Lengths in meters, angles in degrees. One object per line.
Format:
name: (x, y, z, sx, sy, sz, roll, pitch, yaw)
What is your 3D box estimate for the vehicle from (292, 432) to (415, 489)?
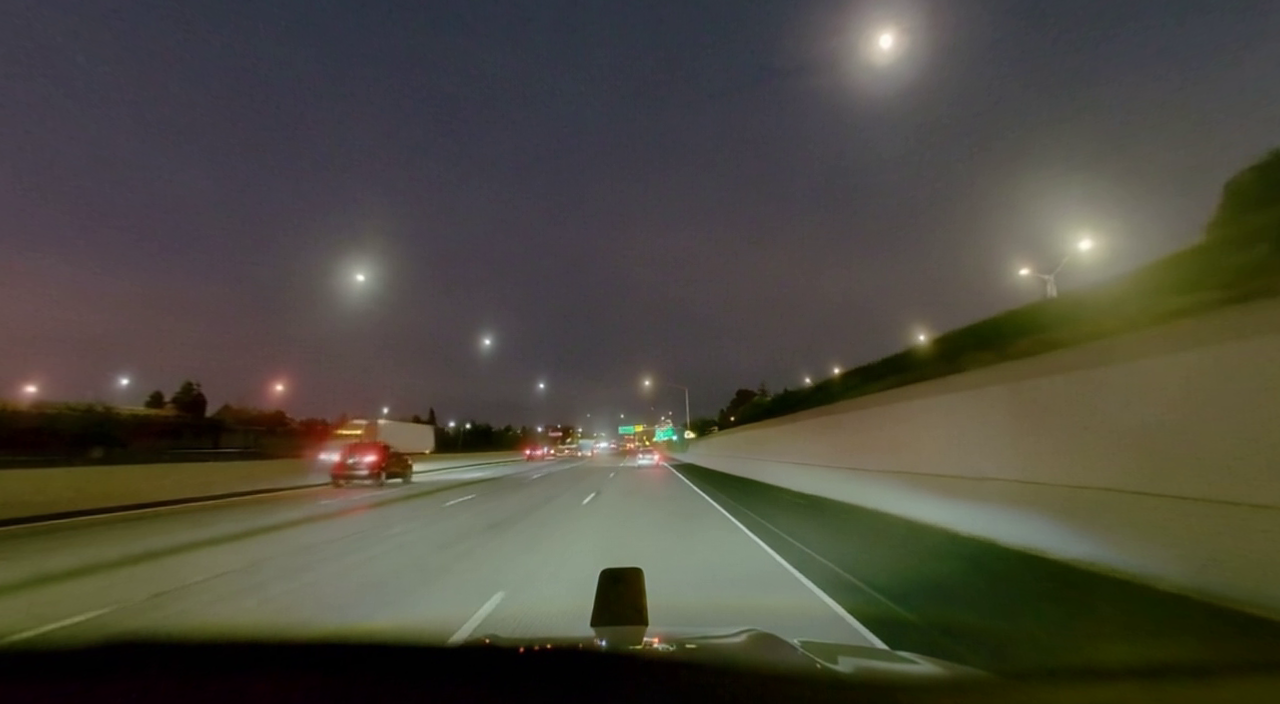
vehicle: (-10.158, 3.878, 22.899, 2.246, 1.812, 4.740, 0, -8, -1)

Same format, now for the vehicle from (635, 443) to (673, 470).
vehicle: (0.796, 6.245, 37.853, 2.137, 1.461, 3.999, -1, -8, 1)
